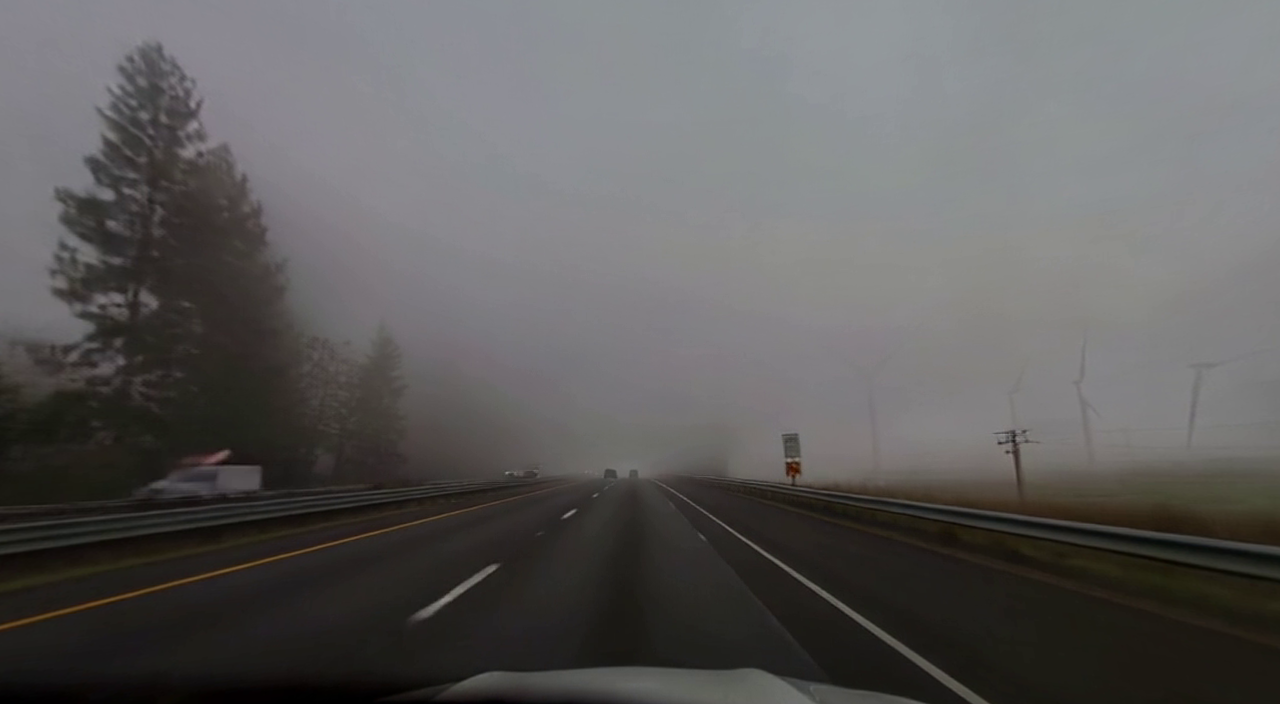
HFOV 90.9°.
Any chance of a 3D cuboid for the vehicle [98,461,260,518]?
[{"bbox_3d":[-17.052,5.097,23.756,2.125,1.861,5.167,1,-11,0],"label":"vehicle"}]
